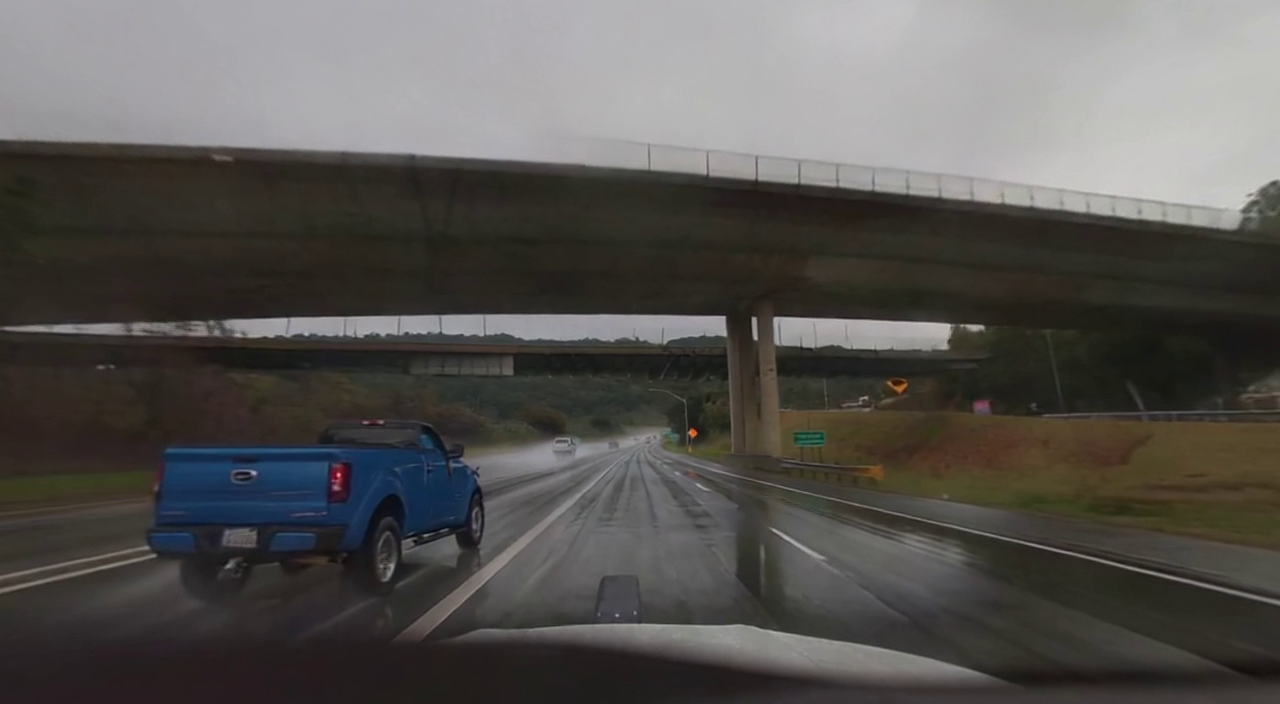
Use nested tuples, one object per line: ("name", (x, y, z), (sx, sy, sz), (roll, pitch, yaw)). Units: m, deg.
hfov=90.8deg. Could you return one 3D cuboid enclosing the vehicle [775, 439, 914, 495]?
("vehicle", (7.017, 4.068, 22.848), (2.406, 1.702, 6.765), (1, -9, -4))
